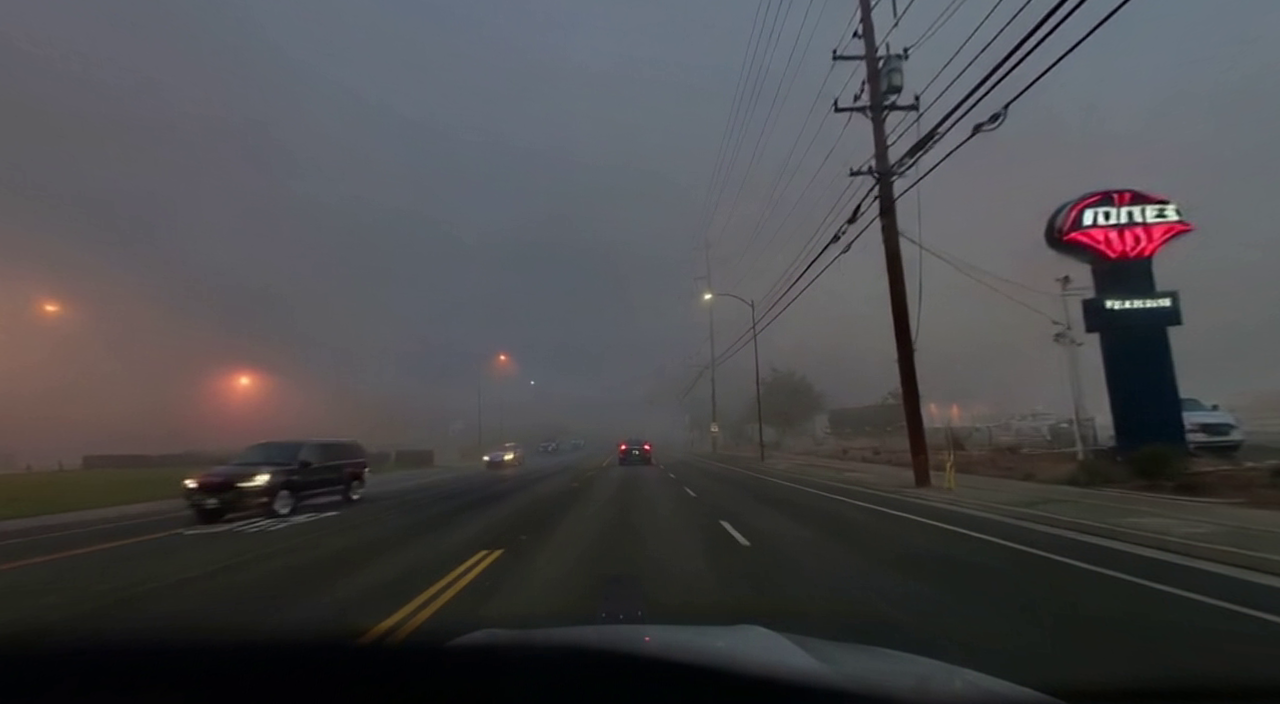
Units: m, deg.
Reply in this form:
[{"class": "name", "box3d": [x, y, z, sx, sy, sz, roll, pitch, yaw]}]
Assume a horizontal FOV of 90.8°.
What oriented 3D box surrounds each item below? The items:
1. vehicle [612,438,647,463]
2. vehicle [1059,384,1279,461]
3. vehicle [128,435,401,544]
[{"class": "vehicle", "box3d": [-0.618, 6.309, 40.622, 2.097, 1.472, 4.544, 0, -8, 0]}, {"class": "vehicle", "box3d": [13.566, 1.763, 15.651, 4.836, 1.750, 2.079, 0, -8, -1]}, {"class": "vehicle", "box3d": [-6.231, 2.299, 11.380, 1.987, 1.515, 4.789, 0, -8, 0]}]
